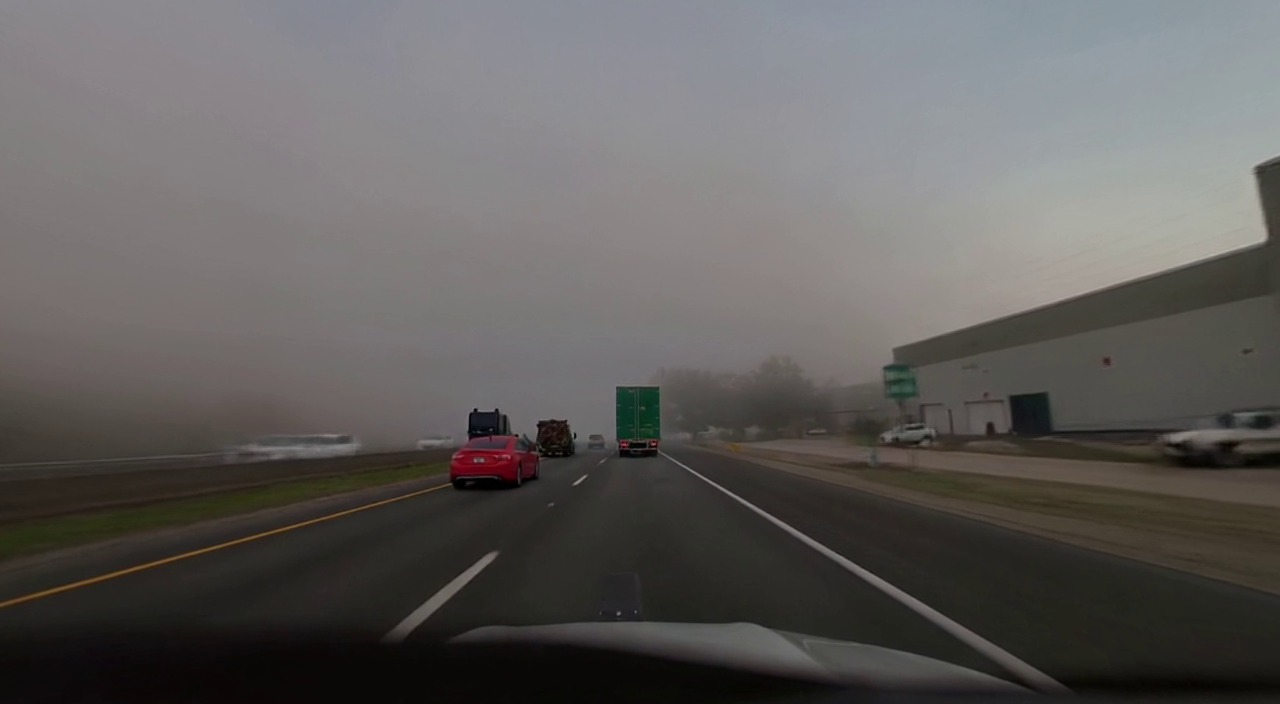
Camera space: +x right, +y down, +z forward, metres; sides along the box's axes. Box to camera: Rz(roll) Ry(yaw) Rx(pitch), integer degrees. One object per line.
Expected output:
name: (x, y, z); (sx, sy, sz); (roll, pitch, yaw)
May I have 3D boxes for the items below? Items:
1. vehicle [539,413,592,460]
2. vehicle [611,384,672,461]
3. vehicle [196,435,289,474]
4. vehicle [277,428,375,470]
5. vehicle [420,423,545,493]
vehicle: (-4.599, 5.397, 40.323); (2.717, 2.714, 6.997); (0, -8, -2)
vehicle: (-0.021, 4.438, 38.773); (3.259, 4.066, 9.891); (0, -8, -1)
vehicle: (-17.185, 4.411, 27.448); (1.658, 1.533, 3.723); (0, -8, -1)
vehicle: (-12.465, 3.860, 25.342); (1.908, 1.518, 4.041); (0, -8, -1)
vehicle: (-4.022, 2.797, 17.157); (2.005, 1.602, 5.131); (0, -8, 1)
